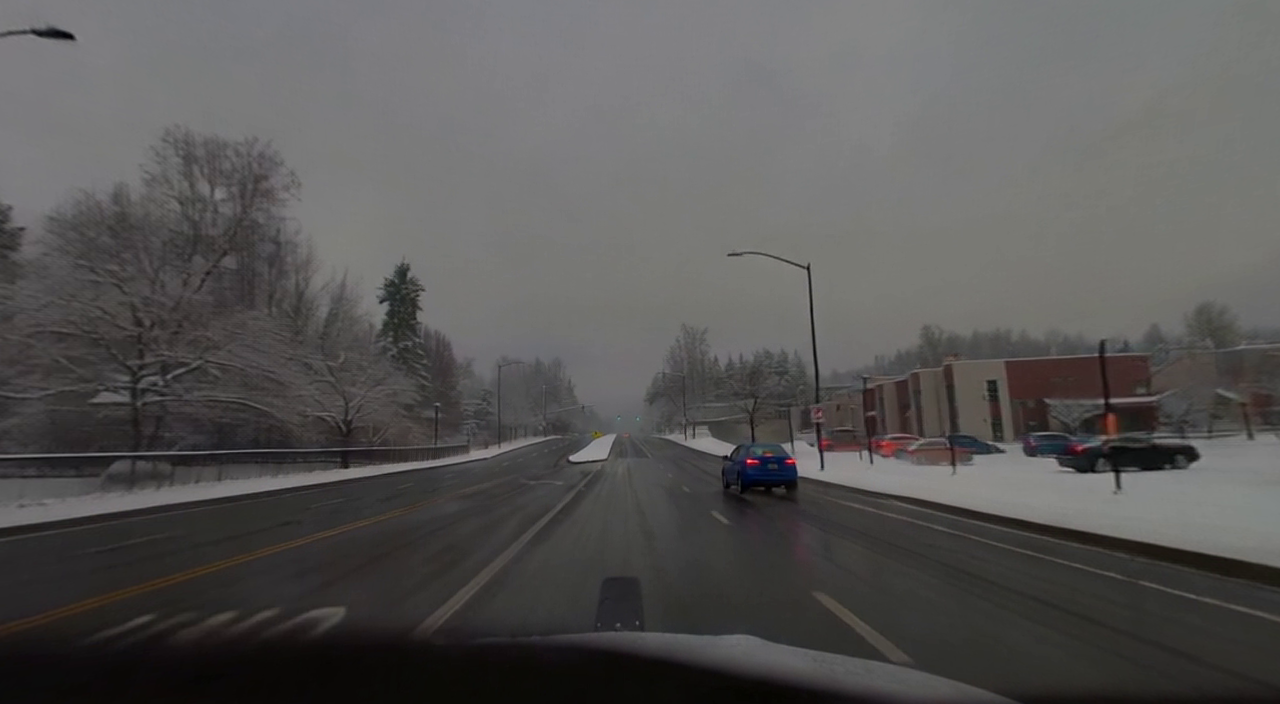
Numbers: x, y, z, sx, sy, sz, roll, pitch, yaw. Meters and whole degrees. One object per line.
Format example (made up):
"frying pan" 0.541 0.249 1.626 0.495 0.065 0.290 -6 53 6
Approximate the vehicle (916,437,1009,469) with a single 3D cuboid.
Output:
"vehicle" 19.395 6.120 38.132 4.418 1.418 1.873 -5 -14 -2

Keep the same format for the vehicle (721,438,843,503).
"vehicle" 3.610 3.083 16.990 2.114 1.493 4.430 0 -8 -2

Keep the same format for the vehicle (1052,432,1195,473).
"vehicle" 17.682 3.687 23.234 3.622 1.432 2.029 1 -8 -3
